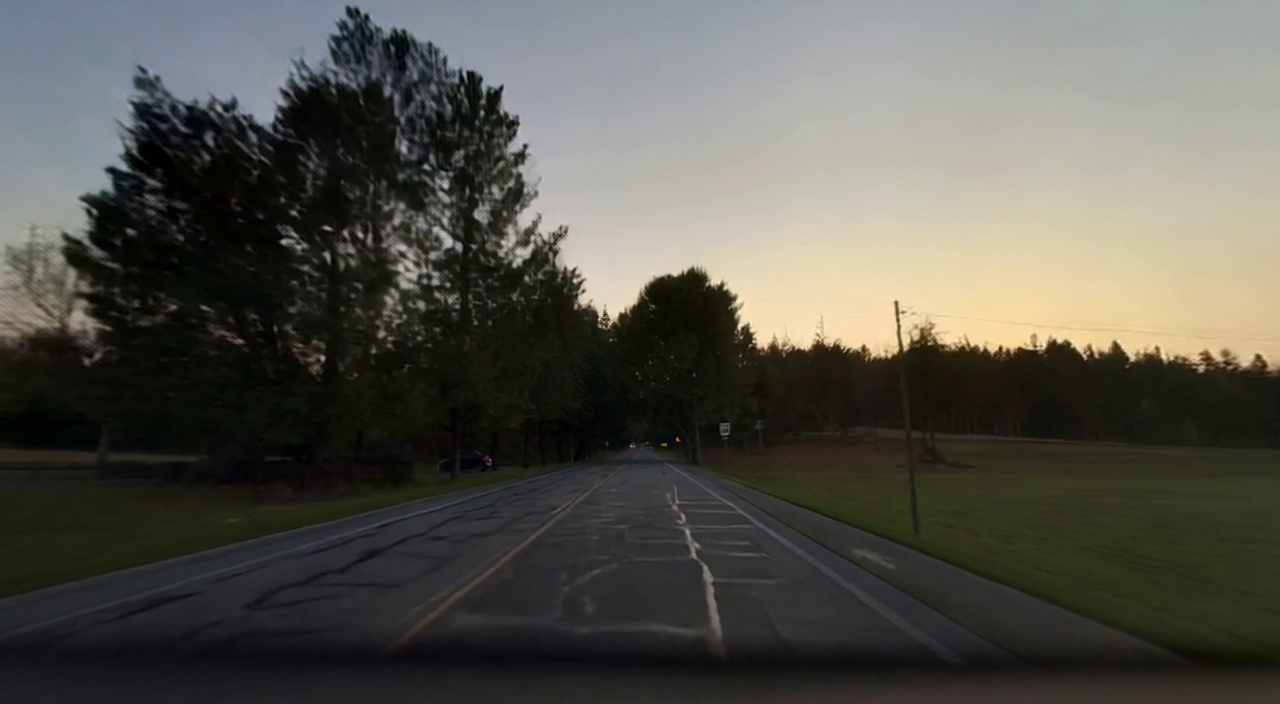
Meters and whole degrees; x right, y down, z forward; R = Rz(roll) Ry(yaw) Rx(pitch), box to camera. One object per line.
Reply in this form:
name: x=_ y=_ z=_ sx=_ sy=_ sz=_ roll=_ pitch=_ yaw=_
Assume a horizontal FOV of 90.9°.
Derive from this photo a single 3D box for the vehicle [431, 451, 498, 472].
vehicle: x=-12.464 y=7.803 z=44.999 sx=4.266 sy=1.425 sz=1.759 roll=0 pitch=-8 yaw=-2
